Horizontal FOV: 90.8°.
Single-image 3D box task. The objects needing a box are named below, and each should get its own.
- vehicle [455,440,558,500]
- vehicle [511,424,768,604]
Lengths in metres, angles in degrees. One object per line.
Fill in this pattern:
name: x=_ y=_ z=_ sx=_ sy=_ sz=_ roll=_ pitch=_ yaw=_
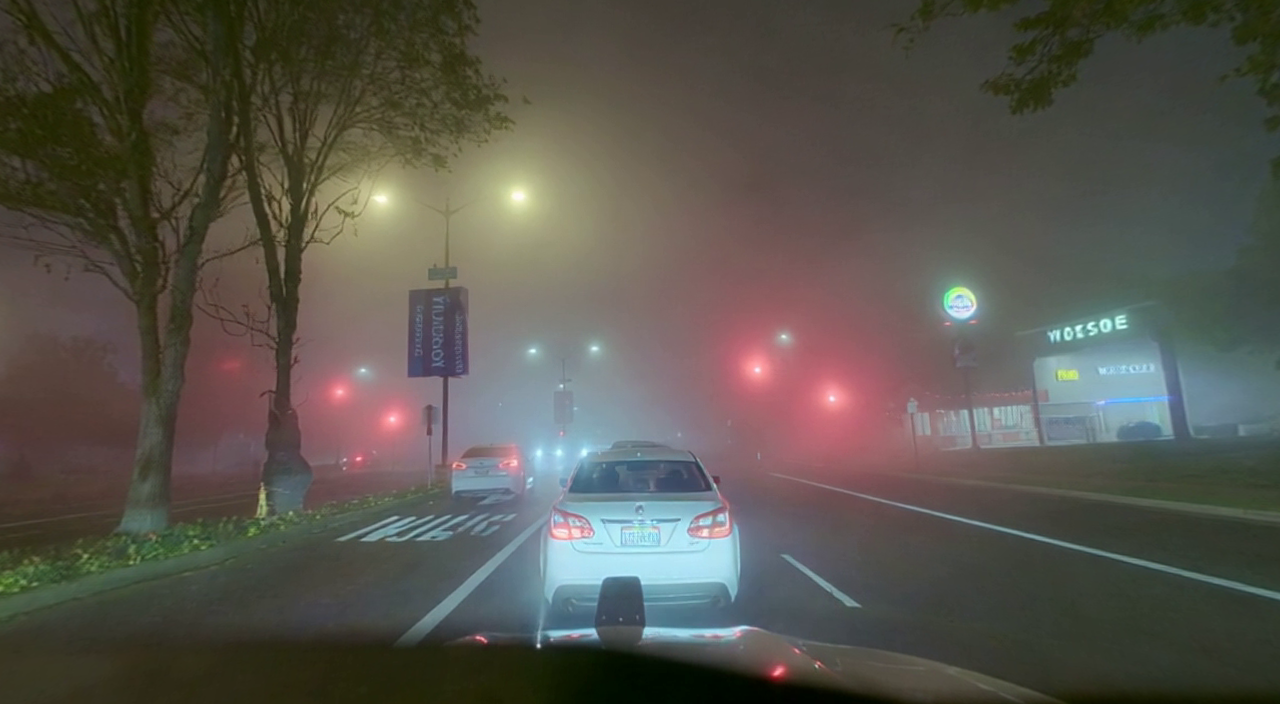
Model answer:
vehicle: x=-3.512 y=3.187 z=17.515 sx=1.952 sy=1.431 sz=4.383 roll=0 pitch=-8 yaw=-1
vehicle: x=-0.062 y=1.641 z=7.304 sx=2.126 sy=1.475 sz=3.967 roll=0 pitch=-8 yaw=-2
